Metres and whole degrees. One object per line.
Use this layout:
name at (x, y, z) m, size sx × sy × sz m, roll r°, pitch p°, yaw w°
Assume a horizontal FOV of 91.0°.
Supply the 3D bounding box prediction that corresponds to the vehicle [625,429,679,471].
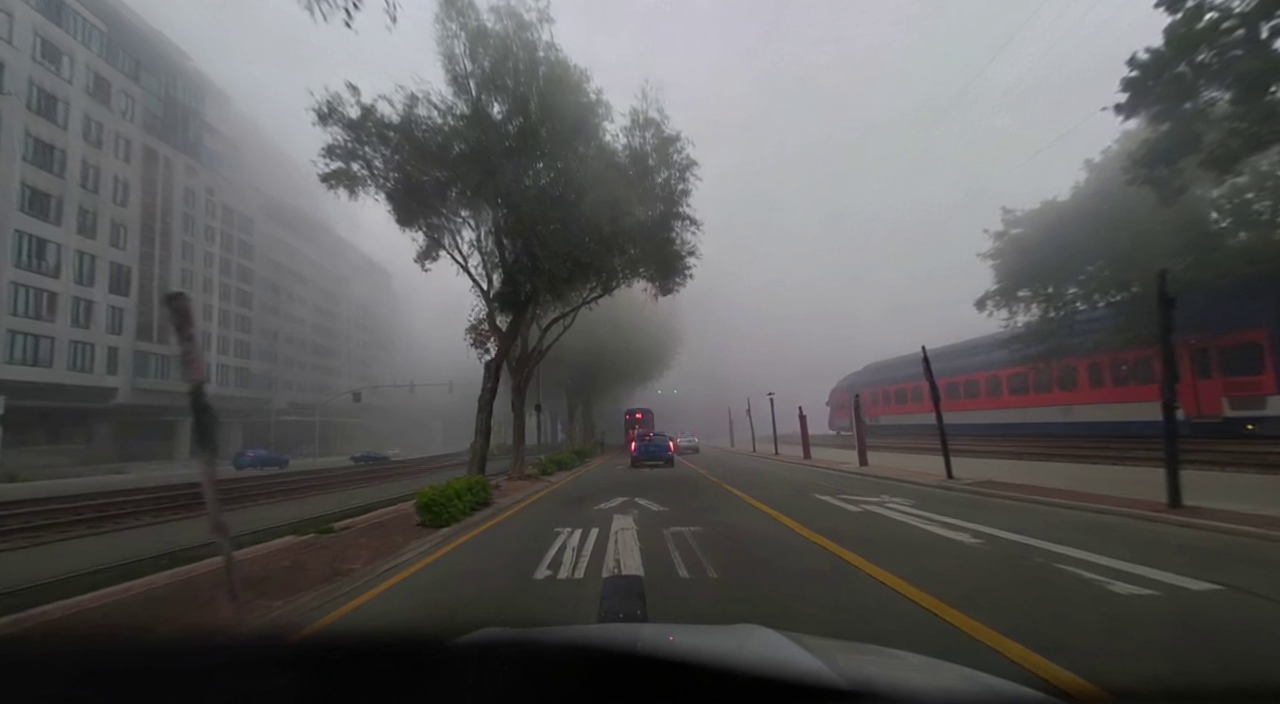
vehicle at (0.488, 4.264, 27.510) m, size 2.190 × 1.684 × 4.084 m, roll 0°, pitch -9°, yaw 0°

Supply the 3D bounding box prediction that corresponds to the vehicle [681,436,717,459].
vehicle at (4.049, 6.648, 43.864) m, size 1.916 × 1.466 × 4.529 m, roll 0°, pitch -9°, yaw -1°
